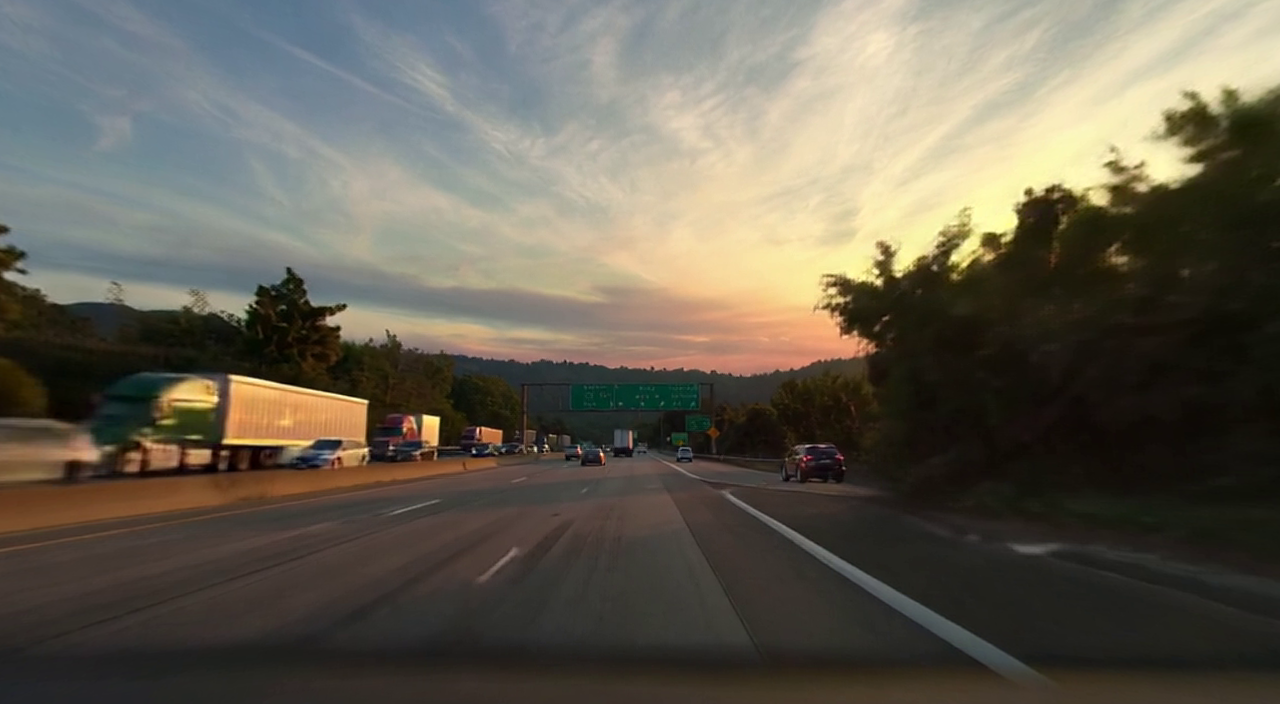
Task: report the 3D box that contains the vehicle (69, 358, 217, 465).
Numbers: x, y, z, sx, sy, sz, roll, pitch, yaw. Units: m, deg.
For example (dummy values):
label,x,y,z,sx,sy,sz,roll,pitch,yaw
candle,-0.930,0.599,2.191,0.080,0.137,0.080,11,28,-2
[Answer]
label,x,y,z,sx,sy,sz,roll,pitch,yaw
vehicle,-18.651,2.311,23.907,2.989,3.823,2.790,0,-9,-1

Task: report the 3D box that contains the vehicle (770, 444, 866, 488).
label,x,y,z,sx,sy,sz,roll,pitch,yaw
vehicle,7.572,4.881,27.325,2.080,1.725,4.252,2,-9,-14

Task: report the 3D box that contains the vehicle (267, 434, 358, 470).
label,x,y,z,sx,sy,sz,roll,pitch,yaw
vehicle,-14.266,4.390,27.733,1.873,1.432,3.960,0,-9,-1

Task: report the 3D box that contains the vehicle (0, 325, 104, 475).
label,x,y,z,sx,sy,sz,roll,pitch,yaw
vehicle,-18.619,0.655,12.891,2.787,3.985,14.192,0,-9,0

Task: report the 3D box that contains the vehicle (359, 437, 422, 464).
label,x,y,z,sx,sy,sz,roll,pitch,yaw
vehicle,-14.666,5.842,37.318,1.935,1.462,4.396,0,-9,-1

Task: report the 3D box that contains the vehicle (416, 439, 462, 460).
label,x,y,z,sx,sy,sz,roll,pitch,yaw
vehicle,-14.228,6.950,44.904,1.879,1.444,4.337,0,-9,-1
